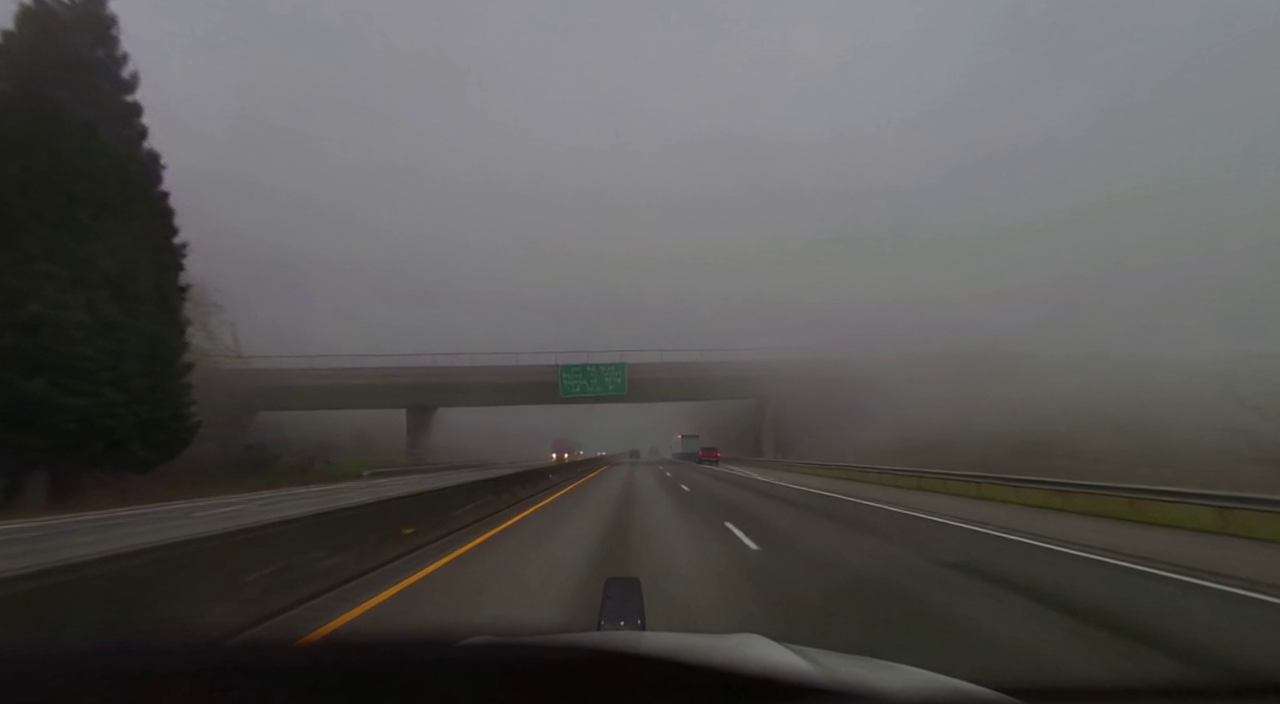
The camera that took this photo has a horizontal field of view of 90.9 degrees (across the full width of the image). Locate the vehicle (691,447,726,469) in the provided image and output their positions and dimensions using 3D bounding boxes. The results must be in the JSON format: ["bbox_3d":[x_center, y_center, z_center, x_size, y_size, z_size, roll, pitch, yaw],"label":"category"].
[{"bbox_3d":[4.794,7.443,44.469,1.987,1.473,4.244,0,-9,0],"label":"vehicle"}]
